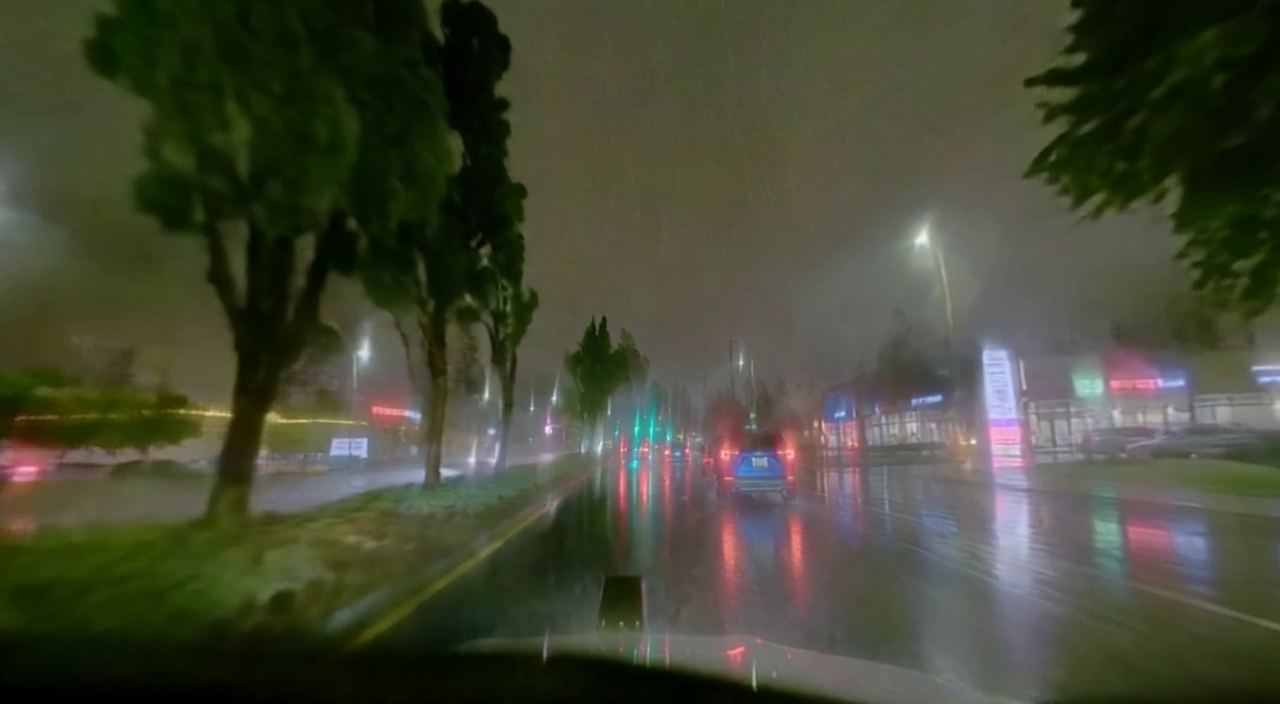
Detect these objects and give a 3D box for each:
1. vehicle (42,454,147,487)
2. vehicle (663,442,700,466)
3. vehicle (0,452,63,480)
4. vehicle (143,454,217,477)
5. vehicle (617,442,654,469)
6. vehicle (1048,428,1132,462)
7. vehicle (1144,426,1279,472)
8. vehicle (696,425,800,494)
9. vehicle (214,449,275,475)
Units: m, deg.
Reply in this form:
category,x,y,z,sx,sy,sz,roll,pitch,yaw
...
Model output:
category,x,y,z,sx,sy,sz,roll,pitch,yaw
vehicle,-28.227,6.130,32.884,1.956,1.476,3.991,-1,-8,-2
vehicle,2.546,6.420,39.810,1.970,1.402,3.756,0,-8,-2
vehicle,-43.064,7.818,43.339,1.966,1.759,5.491,0,-8,-4
vehicle,-32.000,7.859,44.133,1.924,1.430,4.367,0,-8,-1
vehicle,-0.292,5.980,36.792,2.056,1.440,3.798,0,-8,-1
vehicle,25.166,5.221,35.513,1.788,1.741,4.278,-1,-8,4
vehicle,20.173,3.272,21.449,4.380,1.444,1.924,-1,-8,0
vehicle,3.130,3.234,19.402,2.140,1.811,4.593,0,-8,-3
vehicle,-28.514,7.892,45.684,1.897,1.704,4.153,0,-8,-5
